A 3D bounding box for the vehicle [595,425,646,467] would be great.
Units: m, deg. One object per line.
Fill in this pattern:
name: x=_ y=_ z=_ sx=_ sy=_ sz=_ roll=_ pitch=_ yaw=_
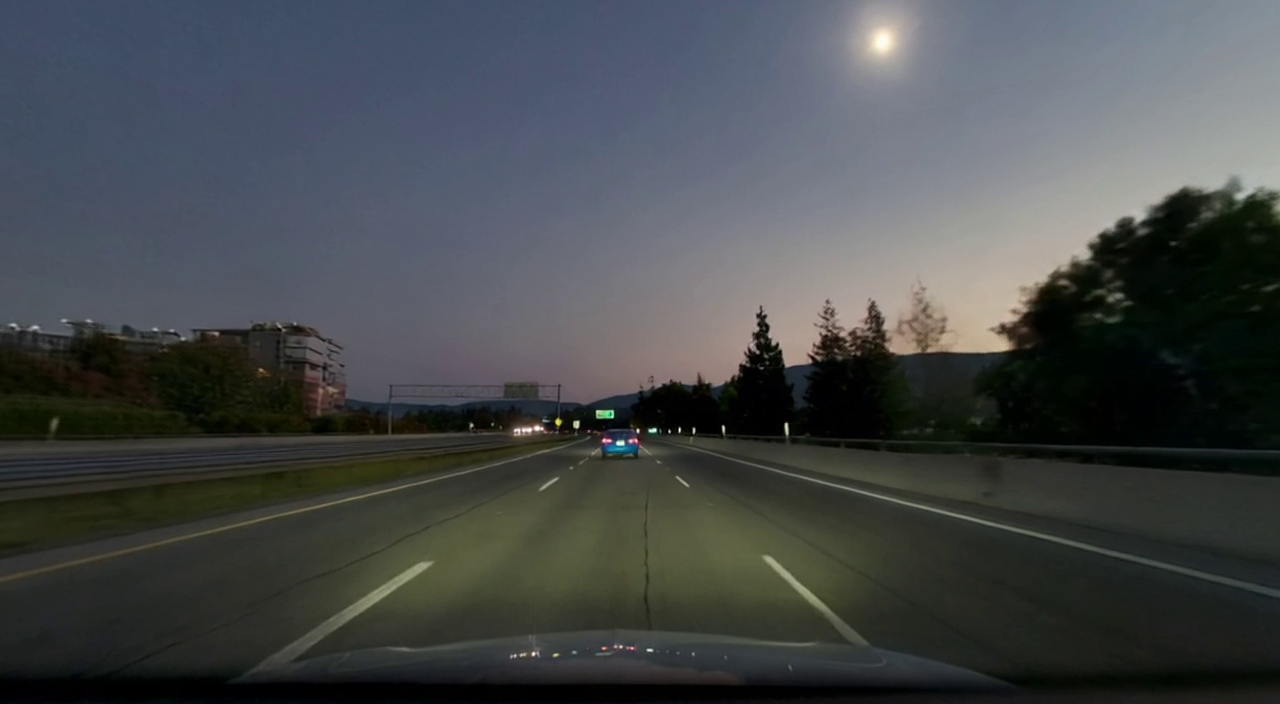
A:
vehicle: x=-0.813 y=3.930 z=26.613 sx=2.020 sy=1.633 sz=3.942 roll=0 pitch=-8 yaw=-2
